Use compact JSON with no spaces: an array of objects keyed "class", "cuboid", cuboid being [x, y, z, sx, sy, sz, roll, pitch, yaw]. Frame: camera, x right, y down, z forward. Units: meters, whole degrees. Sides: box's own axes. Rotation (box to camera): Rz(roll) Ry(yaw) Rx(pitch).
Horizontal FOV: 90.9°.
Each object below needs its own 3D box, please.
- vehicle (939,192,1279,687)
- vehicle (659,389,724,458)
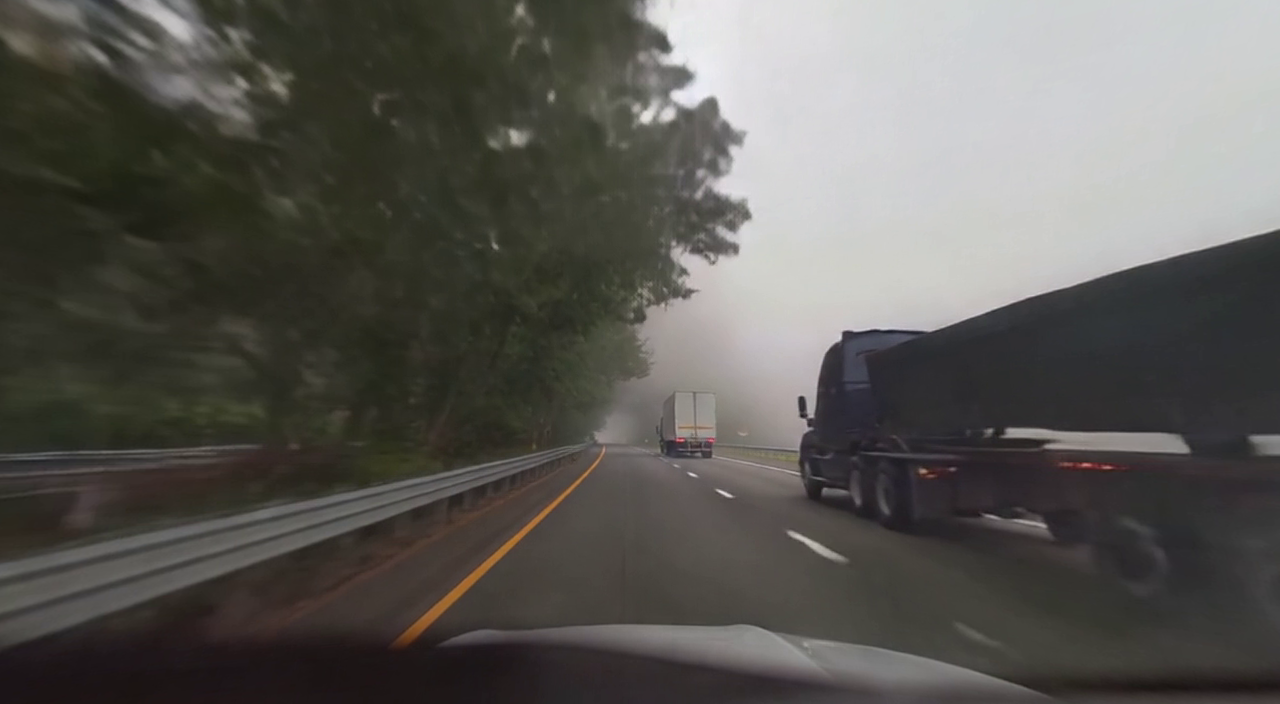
[{"class":"vehicle","cuboid":[4.900,0.546,3.976,2.741,2.716,6.323,0,-8,-2]},{"class":"vehicle","cuboid":[3.217,5.065,43.352,2.974,4.003,12.849,1,-8,-2]}]
